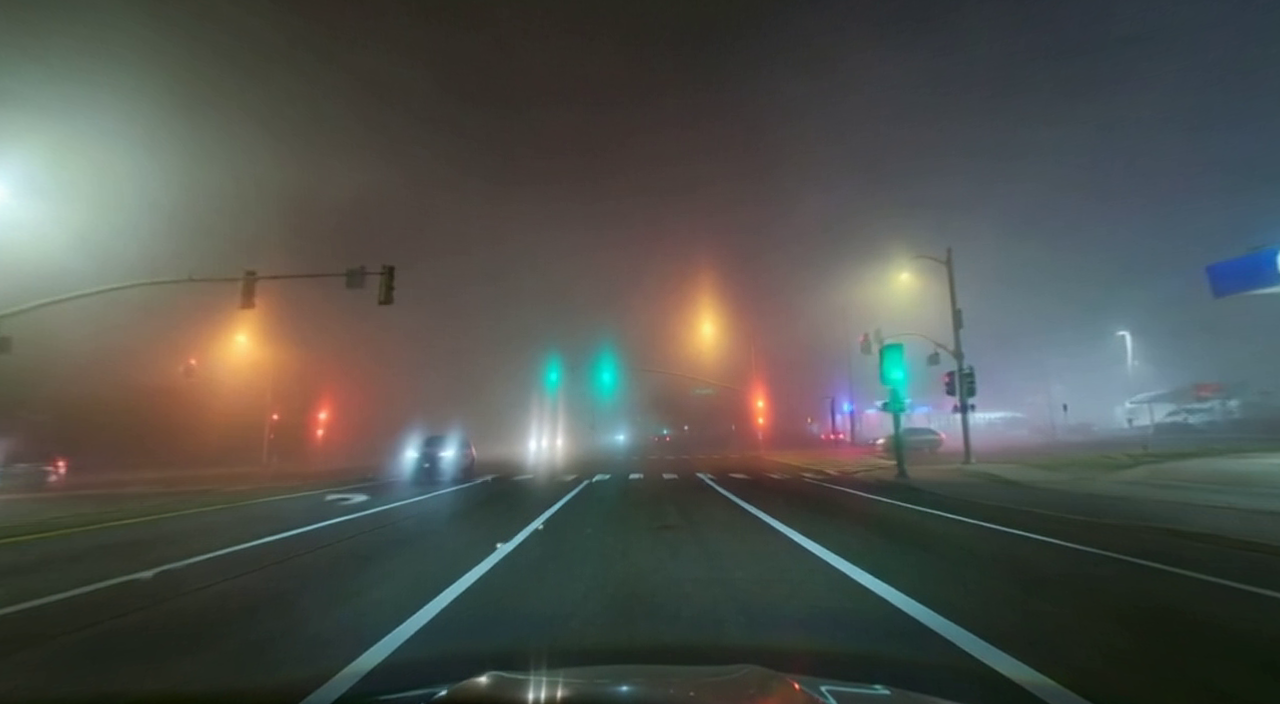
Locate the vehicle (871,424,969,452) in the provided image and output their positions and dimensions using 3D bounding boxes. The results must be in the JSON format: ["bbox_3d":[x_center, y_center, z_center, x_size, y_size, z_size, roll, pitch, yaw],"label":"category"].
[{"bbox_3d":[16.340,5.062,37.053,4.727,1.585,2.066,0,-8,1],"label":"vehicle"}]

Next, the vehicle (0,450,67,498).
[{"bbox_3d":[-21.703,4.133,21.769,1.927,1.457,4.444,5,-9,-30],"label":"vehicle"}]

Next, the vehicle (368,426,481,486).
[{"bbox_3d":[-6.743,3.314,20.387,2.074,1.692,4.333,0,-8,1],"label":"vehicle"}]
